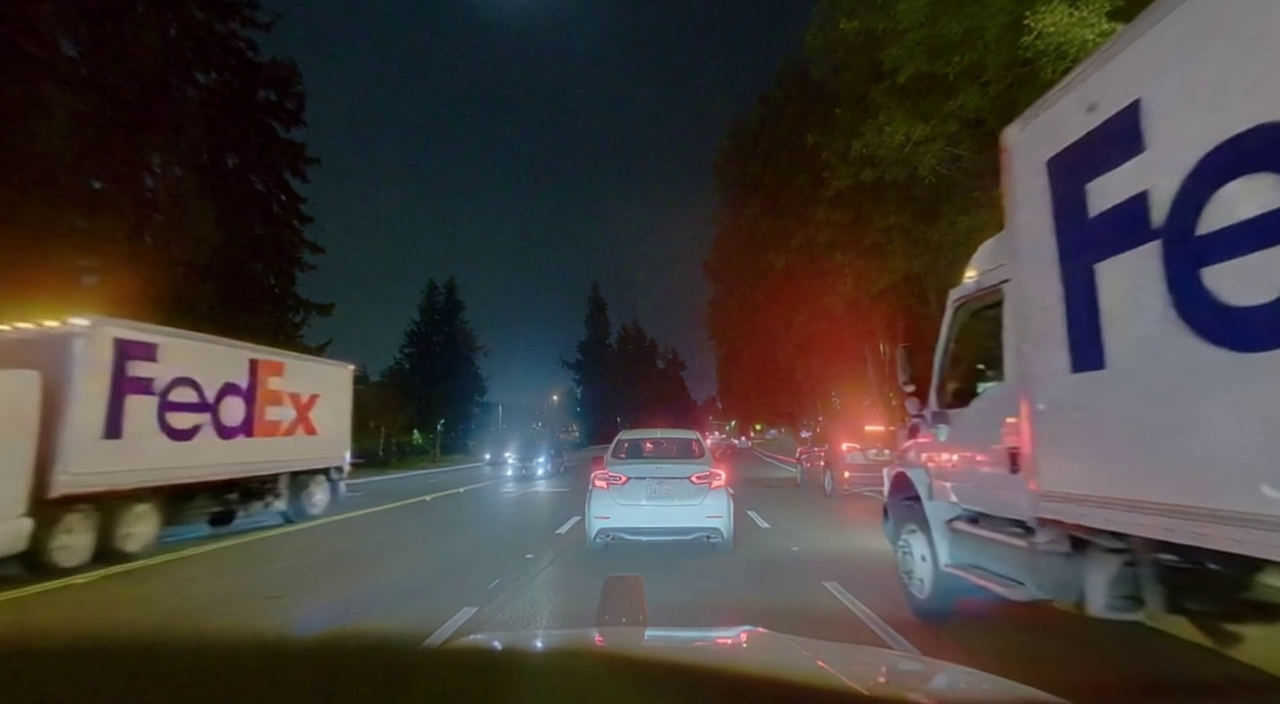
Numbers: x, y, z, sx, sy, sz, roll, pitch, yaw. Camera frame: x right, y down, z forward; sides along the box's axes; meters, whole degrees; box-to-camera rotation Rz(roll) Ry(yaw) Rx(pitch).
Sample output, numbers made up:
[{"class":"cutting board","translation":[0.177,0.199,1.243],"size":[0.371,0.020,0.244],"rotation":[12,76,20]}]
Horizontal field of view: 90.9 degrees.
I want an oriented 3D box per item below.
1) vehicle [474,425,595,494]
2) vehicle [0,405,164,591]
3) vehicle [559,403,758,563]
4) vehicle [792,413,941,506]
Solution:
[{"class":"vehicle","translation":[-2.959,3.178,19.005],"size":[2.057,1.786,4.725],"rotation":[-2,-8,11]},{"class":"vehicle","translation":[-7.477,1.443,6.117],"size":[2.051,1.843,4.469],"rotation":[-1,-8,3]},{"class":"vehicle","translation":[0.212,1.728,9.007],"size":[2.154,1.710,4.128],"rotation":[-1,-8,0]},{"class":"vehicle","translation":[5.238,2.549,15.373],"size":[2.059,1.864,4.700],"rotation":[1,-8,2]}]
